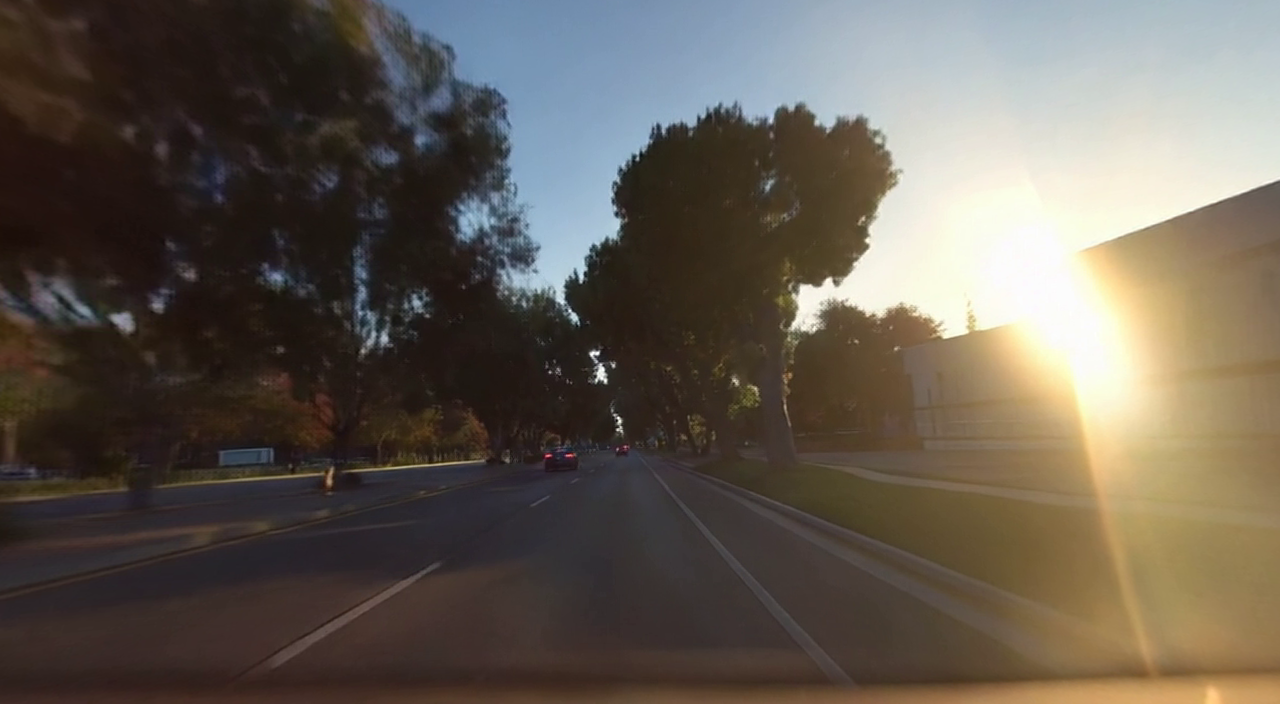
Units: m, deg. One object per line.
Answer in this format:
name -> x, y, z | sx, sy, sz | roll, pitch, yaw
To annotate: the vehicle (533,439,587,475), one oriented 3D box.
vehicle -> -4.058, 5.408, 32.840 | 2.202, 1.685, 4.772 | 0, -9, 0
